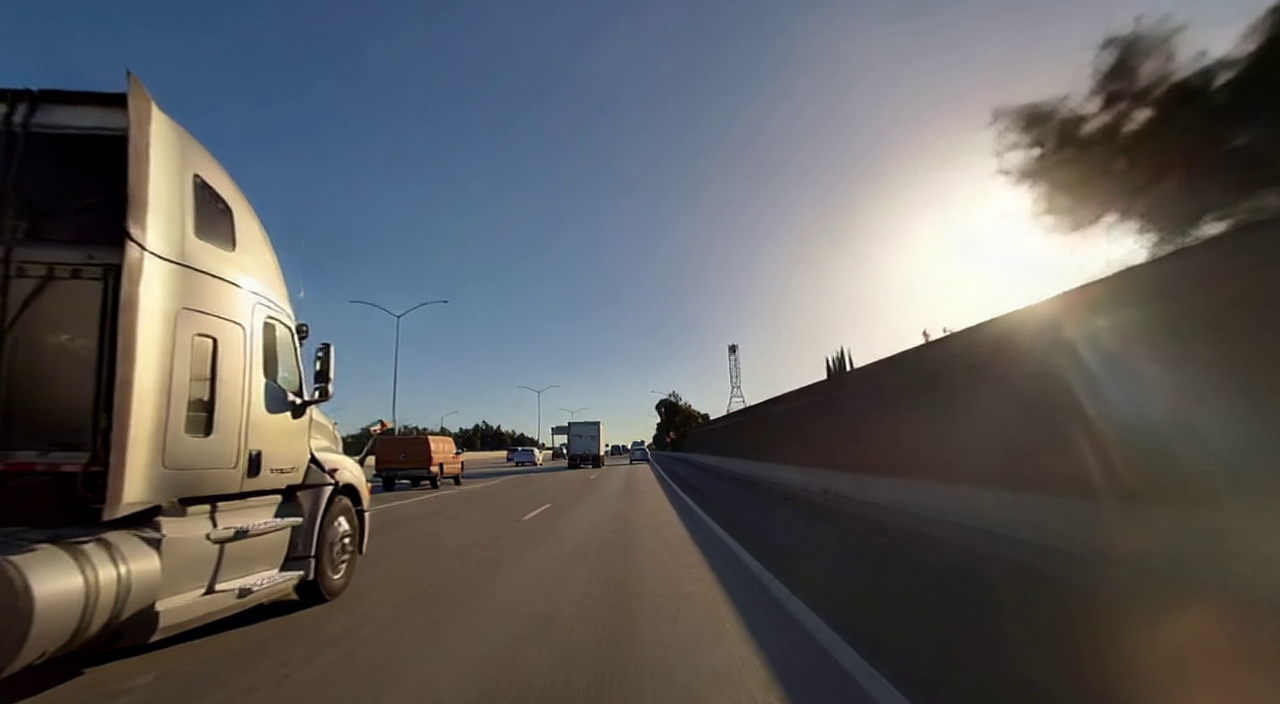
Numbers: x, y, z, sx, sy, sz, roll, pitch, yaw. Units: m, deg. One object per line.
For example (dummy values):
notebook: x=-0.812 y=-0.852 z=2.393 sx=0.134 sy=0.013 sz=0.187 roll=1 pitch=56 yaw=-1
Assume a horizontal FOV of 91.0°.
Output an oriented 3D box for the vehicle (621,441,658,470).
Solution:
vehicle: x=-0.021 y=6.381 z=39.025 sx=2.178 sy=1.640 sz=4.071 roll=0 pitch=-9 yaw=0

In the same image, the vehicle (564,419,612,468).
vehicle: x=-3.752 y=6.977 z=48.032 sx=2.956 sy=3.331 sz=9.575 roll=0 pitch=-9 yaw=-1

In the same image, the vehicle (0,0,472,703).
vehicle: x=-3.746 y=0.342 z=3.279 sx=3.025 sy=3.266 sz=9.256 roll=-1 pitch=-9 yaw=1

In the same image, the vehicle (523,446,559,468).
vehicle: x=-7.302 y=7.796 z=46.963 sx=1.962 sy=1.489 sz=4.002 roll=-1 pitch=-9 yaw=1
